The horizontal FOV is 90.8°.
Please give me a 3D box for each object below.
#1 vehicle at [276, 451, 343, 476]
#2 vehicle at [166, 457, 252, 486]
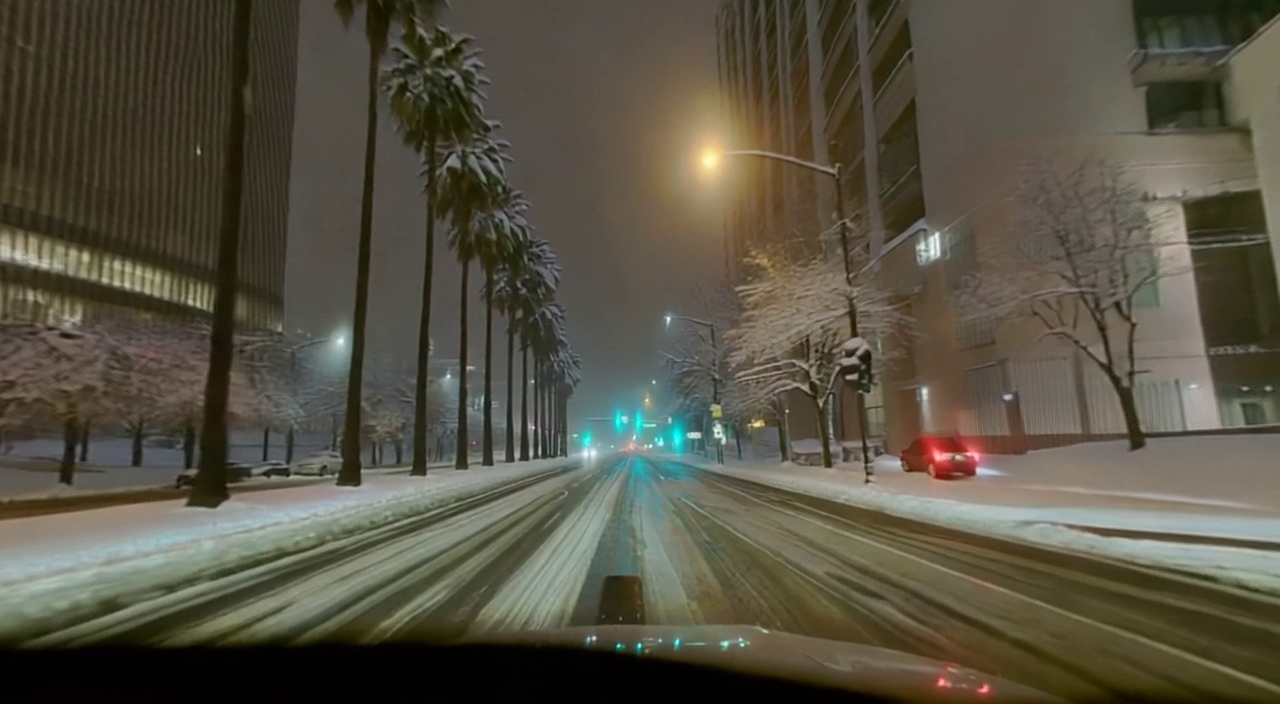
[{"bbox_3d":[-25.135,8.487,48.349,2.062,1.765,5.897,0,-9,-2],"label":"vehicle"},{"bbox_3d":[-25.011,6.924,36.879,2.080,1.457,4.424,0,-9,-3],"label":"vehicle"}]
